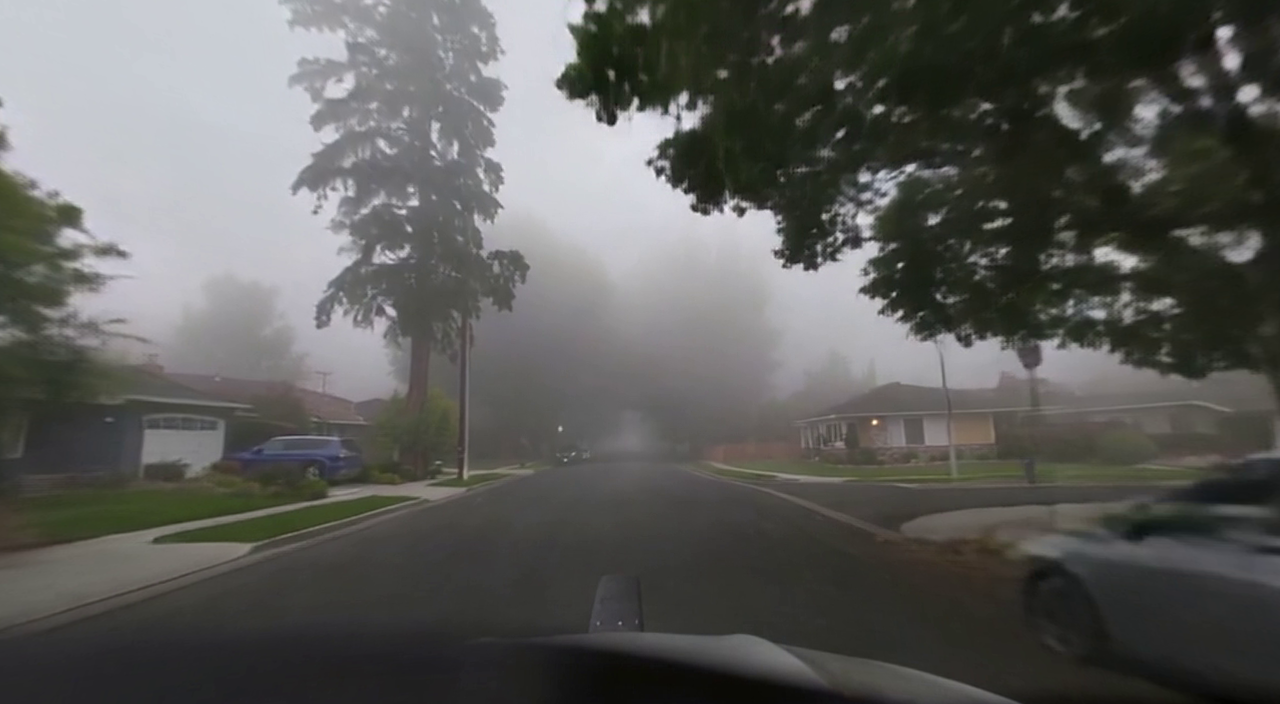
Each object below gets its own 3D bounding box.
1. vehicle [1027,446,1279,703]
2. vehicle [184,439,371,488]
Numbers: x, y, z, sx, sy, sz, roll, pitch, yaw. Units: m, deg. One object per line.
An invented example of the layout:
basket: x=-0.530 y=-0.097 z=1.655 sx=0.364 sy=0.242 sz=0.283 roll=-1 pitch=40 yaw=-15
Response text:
vehicle: x=3.849 y=1.160 z=2.775 sx=1.849 sy=1.470 sz=3.807 roll=0 pitch=-9 yaw=0
vehicle: x=-14.152 y=4.377 z=25.061 sx=5.863 sy=1.773 sz=2.451 roll=0 pitch=-9 yaw=-4
